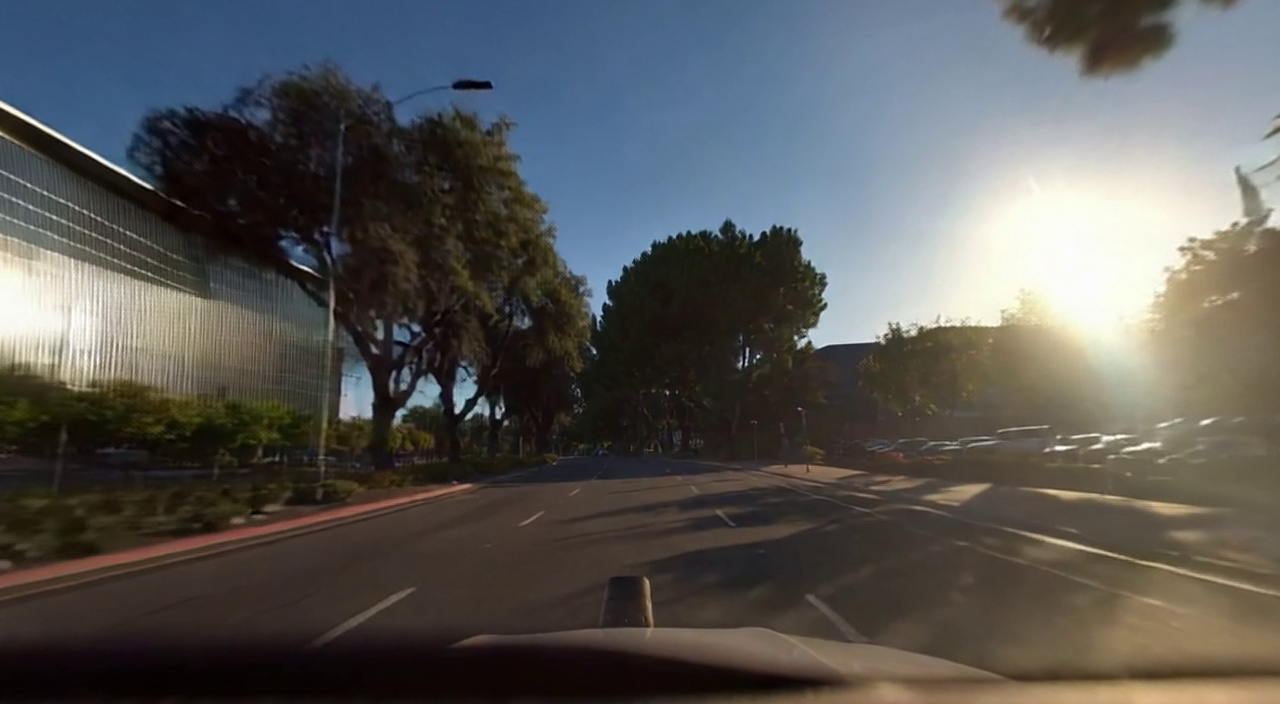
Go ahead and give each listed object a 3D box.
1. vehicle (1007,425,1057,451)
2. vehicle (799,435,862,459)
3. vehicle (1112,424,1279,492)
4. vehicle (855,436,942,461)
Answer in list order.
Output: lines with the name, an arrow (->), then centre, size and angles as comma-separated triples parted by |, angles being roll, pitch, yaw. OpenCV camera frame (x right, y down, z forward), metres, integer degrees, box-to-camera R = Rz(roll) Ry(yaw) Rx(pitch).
vehicle -> 29.522, 6.470, 47.355 | 2.153, 1.686, 4.805 | -10, -10, 42
vehicle -> 14.619, 7.282, 48.399 | 4.105, 1.705, 1.995 | 0, -8, -9
vehicle -> 15.569, 2.780, 16.791 | 4.198, 1.552, 2.087 | -2, -9, 0
vehicle -> 16.134, 6.043, 39.420 | 4.526, 1.517, 1.979 | 0, -9, -5
